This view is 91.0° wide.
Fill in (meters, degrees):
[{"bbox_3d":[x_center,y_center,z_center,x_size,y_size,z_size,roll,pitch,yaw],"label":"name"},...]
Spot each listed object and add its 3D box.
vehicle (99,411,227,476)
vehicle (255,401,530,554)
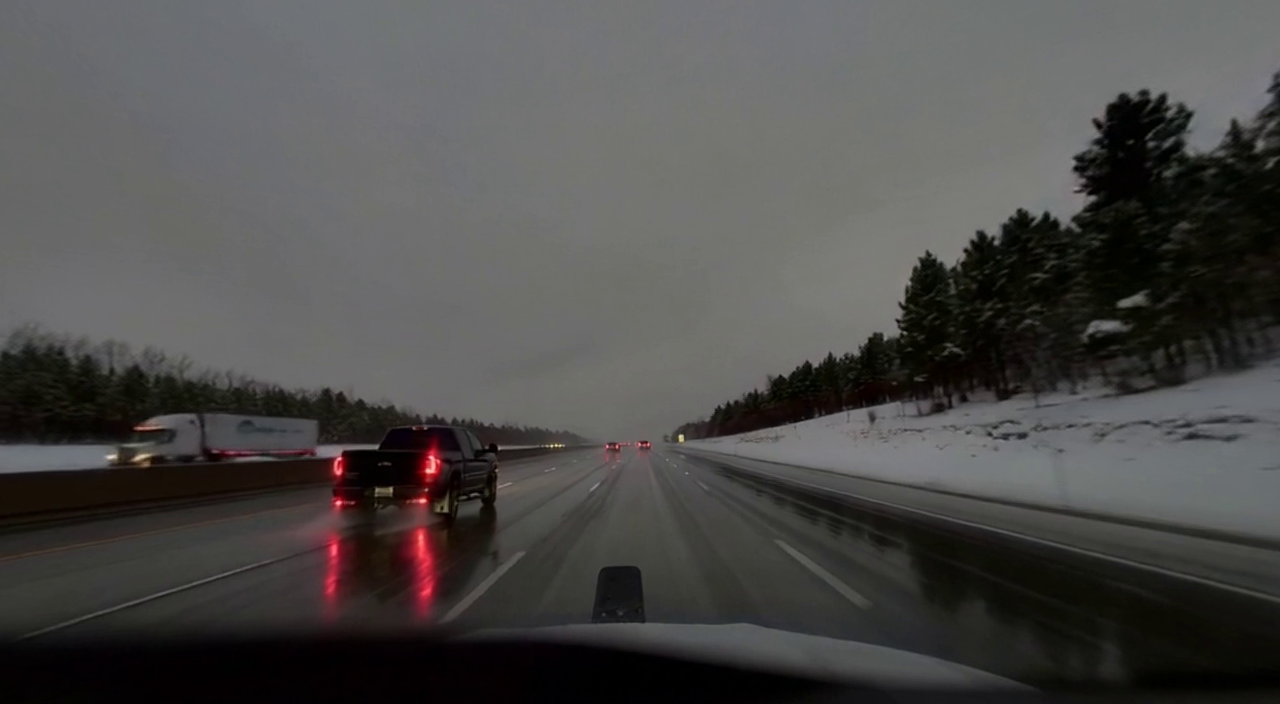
[{"bbox_3d":[-32.159,6.219,42.933,3.210,4.059,6.683,0,-8,1],"label":"vehicle"},{"bbox_3d":[-3.625,1.992,10.798,2.379,1.918,5.504,0,-8,1],"label":"vehicle"}]
